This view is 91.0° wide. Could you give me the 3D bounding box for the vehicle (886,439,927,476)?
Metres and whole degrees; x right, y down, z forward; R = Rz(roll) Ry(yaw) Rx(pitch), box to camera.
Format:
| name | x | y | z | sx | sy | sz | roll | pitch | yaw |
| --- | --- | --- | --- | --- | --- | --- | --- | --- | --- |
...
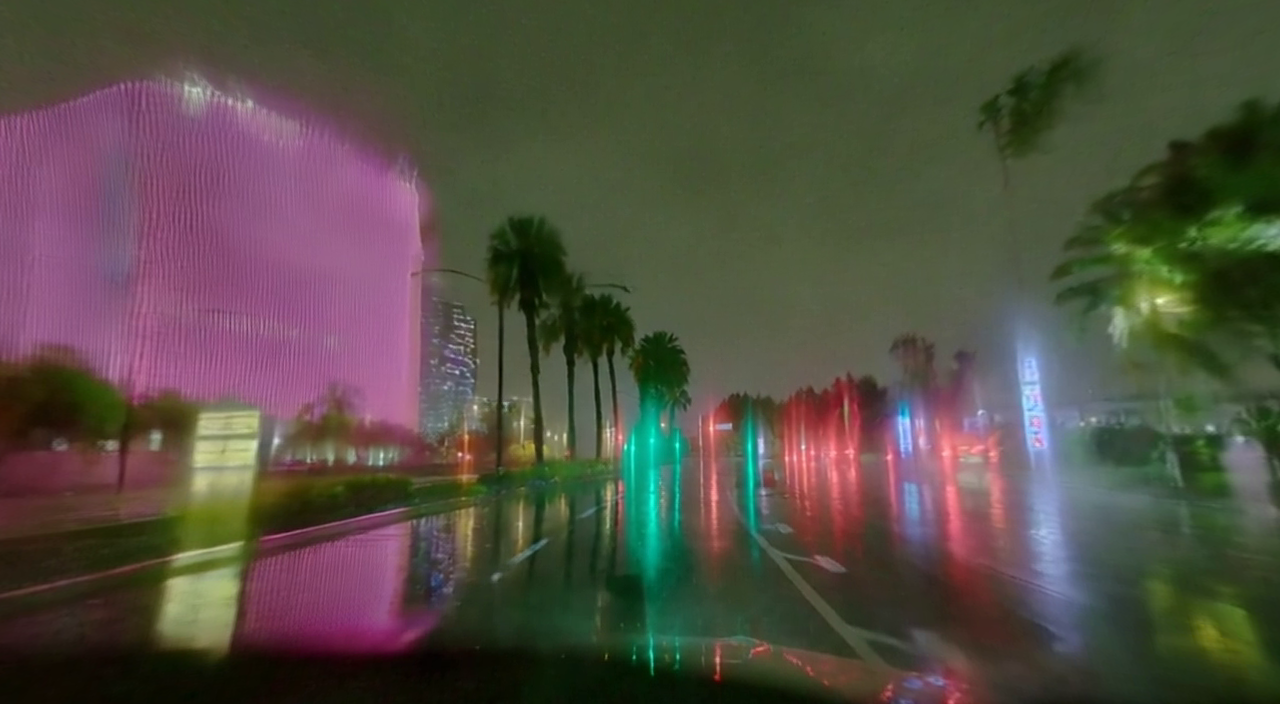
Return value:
| name | x | y | z | sx | sy | sz | roll | pitch | yaw |
| --- | --- | --- | --- | --- | --- | --- | --- | --- | --- |
| vehicle | 18.010 | 7.168 | 42.664 | 2.219 | 2.342 | 1.744 | -1 | -11 | 13 |
